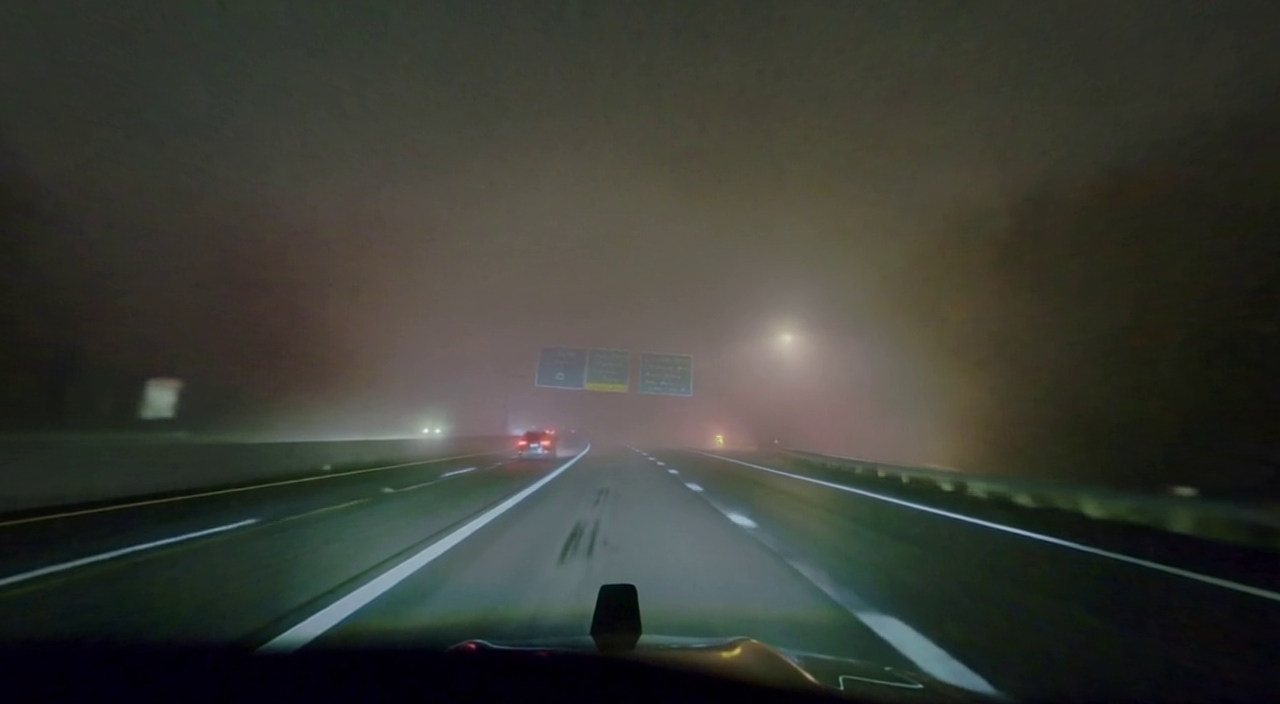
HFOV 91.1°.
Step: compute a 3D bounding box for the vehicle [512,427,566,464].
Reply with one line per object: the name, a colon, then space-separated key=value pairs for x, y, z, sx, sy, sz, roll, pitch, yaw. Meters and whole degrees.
vehicle: x=-4.516 y=4.263 z=28.784 sx=1.878 sy=1.548 sz=3.966 roll=0 pitch=-8 yaw=-1
